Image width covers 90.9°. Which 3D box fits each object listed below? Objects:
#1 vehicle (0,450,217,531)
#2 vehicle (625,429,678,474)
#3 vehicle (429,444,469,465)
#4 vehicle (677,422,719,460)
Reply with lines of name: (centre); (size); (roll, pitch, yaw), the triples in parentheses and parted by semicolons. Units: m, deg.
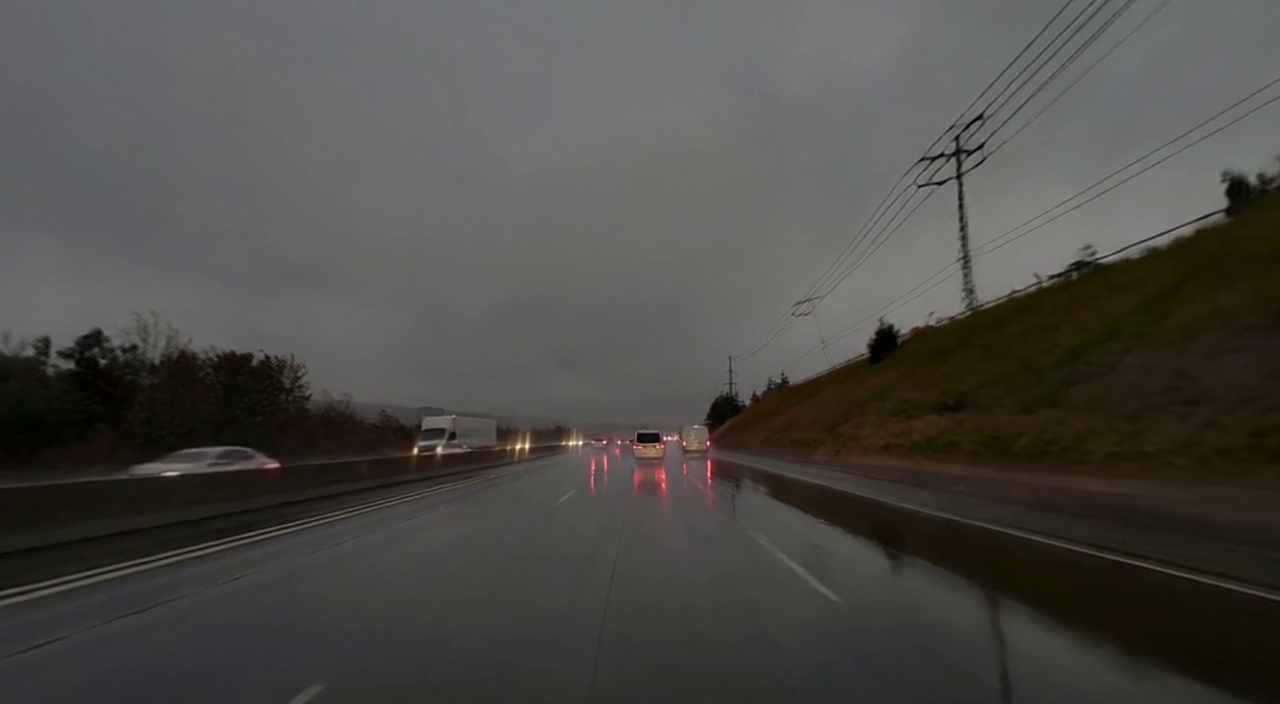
vehicle: (-11.894, 3.000, 14.238); (1.872, 1.450, 4.016); (0, -8, 0)
vehicle: (0.462, 4.314, 27.789); (2.159, 1.811, 4.238); (0, -8, -1)
vehicle: (-14.635, 7.823, 48.473); (1.786, 1.505, 3.853); (0, -8, 1)
vehicle: (3.894, 6.123, 43.460); (2.348, 2.429, 5.172); (0, -8, -1)
